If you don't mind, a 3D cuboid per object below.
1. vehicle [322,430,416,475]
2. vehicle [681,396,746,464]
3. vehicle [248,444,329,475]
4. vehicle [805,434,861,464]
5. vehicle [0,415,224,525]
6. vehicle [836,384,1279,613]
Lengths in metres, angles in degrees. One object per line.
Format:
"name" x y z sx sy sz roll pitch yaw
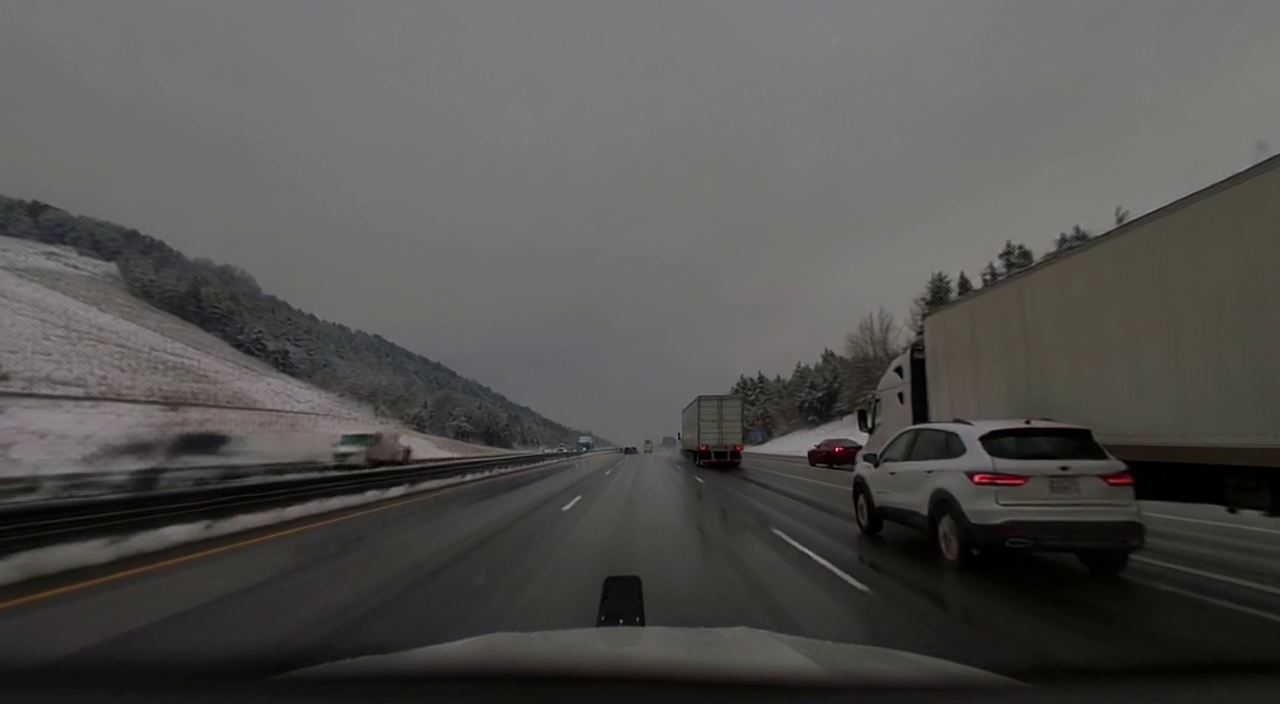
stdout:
"vehicle" -14.869 5.539 35.053 2.496 2.265 5.849 0 -9 1
"vehicle" 4.649 5.391 42.351 3.049 3.968 10.706 0 -8 0
"vehicle" -20.093 6.136 36.262 2.005 1.679 4.481 0 -9 1
"vehicle" 11.997 6.059 39.493 2.046 1.741 4.769 0 -9 0
"vehicle" -9.161 1.852 10.536 1.794 1.488 3.755 -1 -7 1
"vehicle" 3.892 1.425 6.973 2.055 1.737 4.224 0 -9 0
